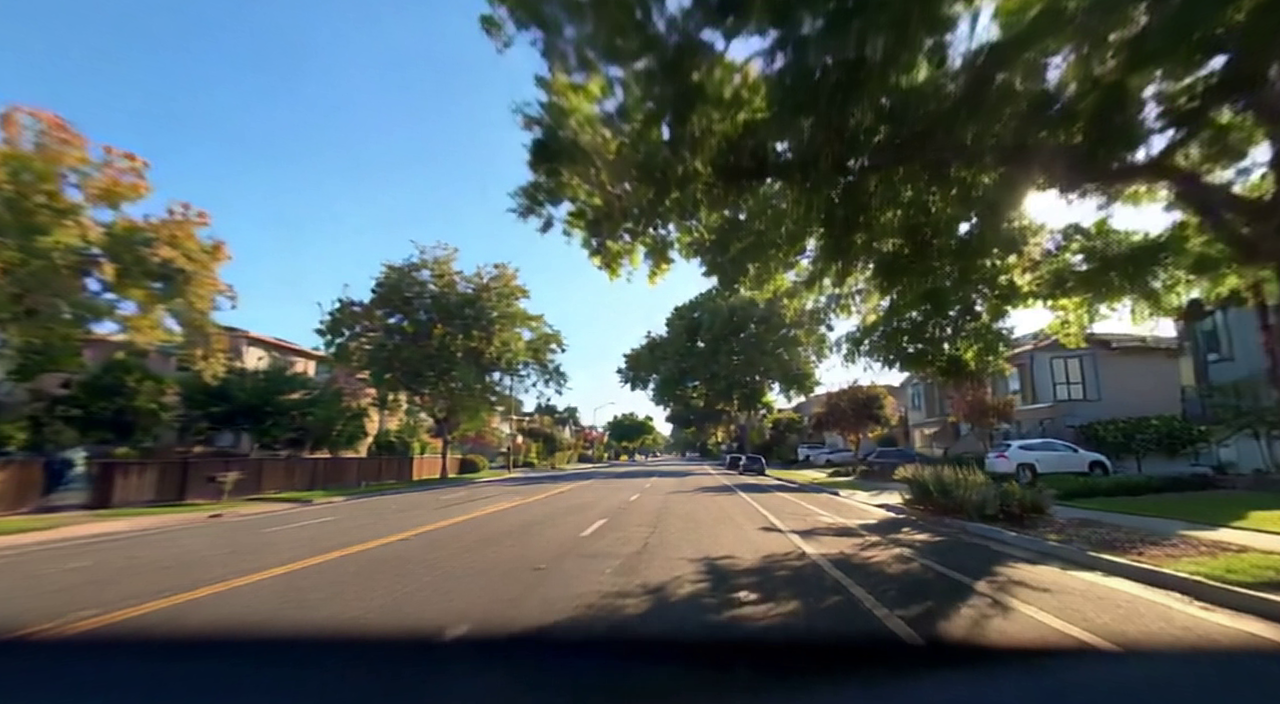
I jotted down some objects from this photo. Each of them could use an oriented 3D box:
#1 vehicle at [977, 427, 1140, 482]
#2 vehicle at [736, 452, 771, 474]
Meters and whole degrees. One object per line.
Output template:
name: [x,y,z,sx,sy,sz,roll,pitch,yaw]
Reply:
vehicle: [15.805,3.873,24.071,4.682,1.956,2.001,-1,-7,3]
vehicle: [8.391,8.265,47.076,1.971,1.558,4.895,0,-10,4]
